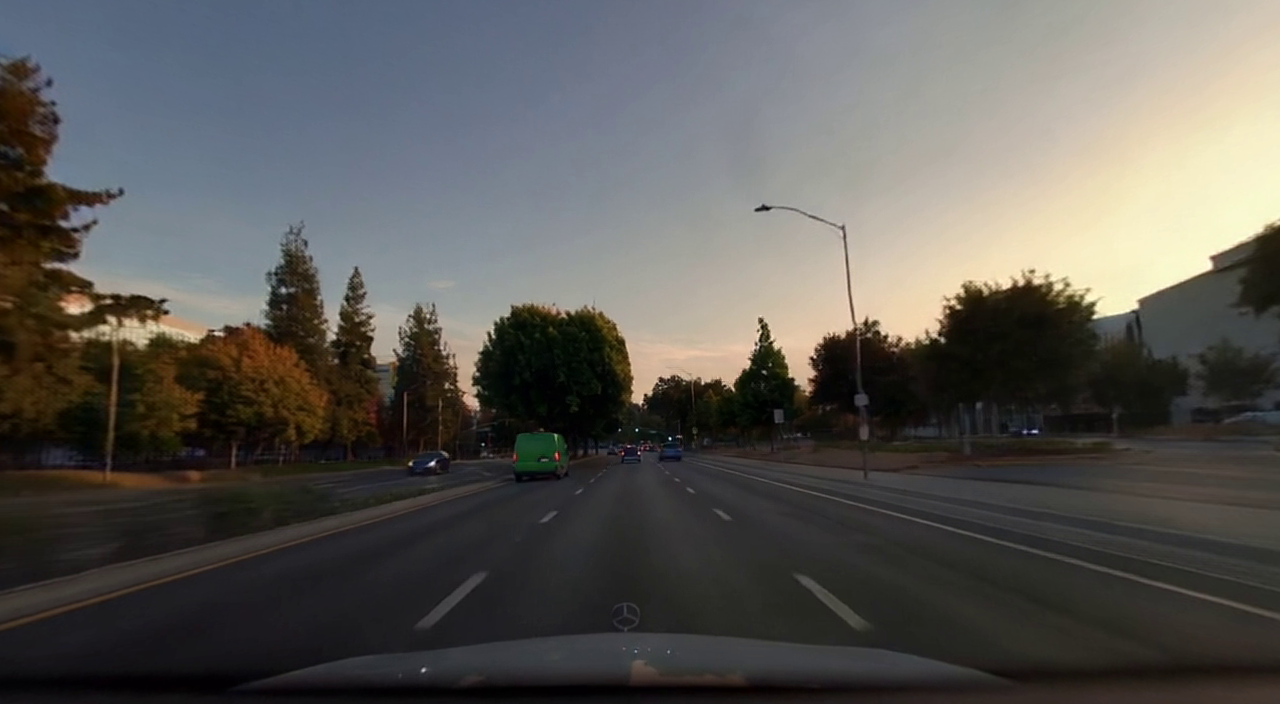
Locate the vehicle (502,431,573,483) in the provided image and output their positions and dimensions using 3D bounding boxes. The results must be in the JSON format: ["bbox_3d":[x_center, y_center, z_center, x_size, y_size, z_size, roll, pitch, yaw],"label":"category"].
[{"bbox_3d":[-3.980,4.157,25.343,2.075,1.863,4.744,0,-9,-1],"label":"vehicle"}]

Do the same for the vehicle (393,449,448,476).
[{"bbox_3d":[-13.417,6.743,38.906,2.060,1.506,4.827,0,-8,-6],"label":"vehicle"}]

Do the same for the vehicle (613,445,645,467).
[{"bbox_3d":[-0.778,7.062,43.136,2.039,1.455,3.826,0,-8,-2],"label":"vehicle"}]
